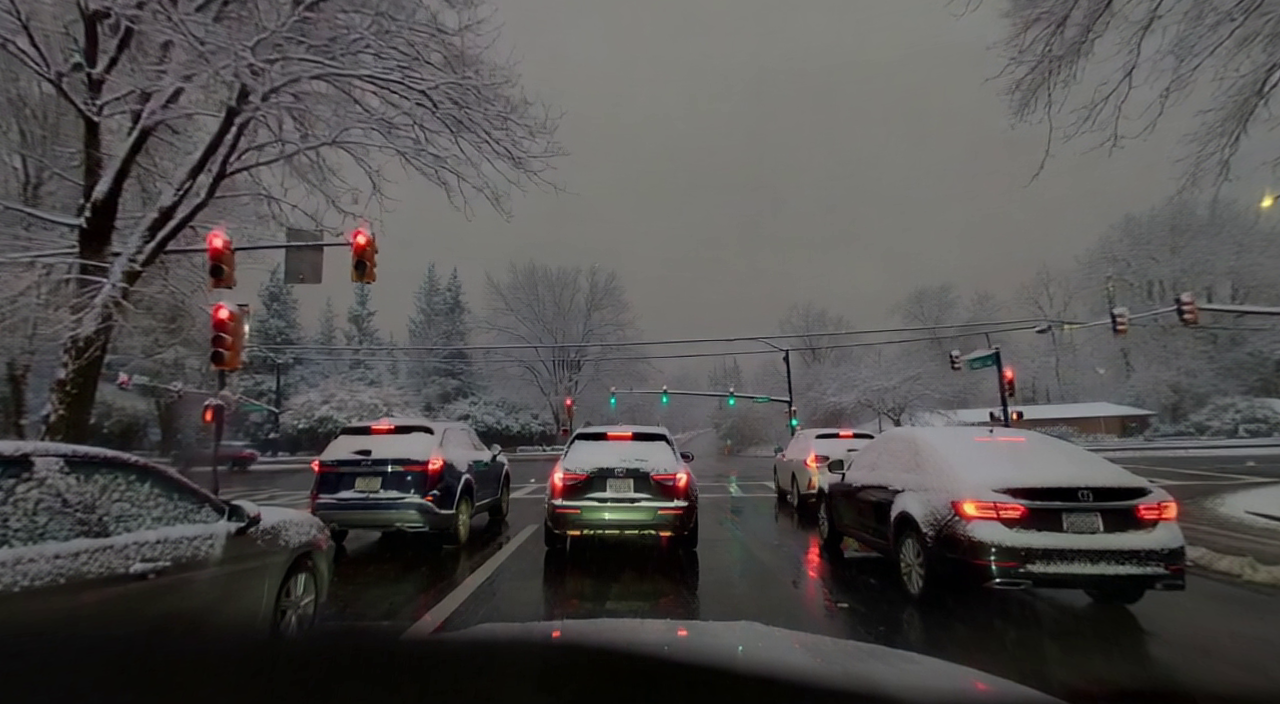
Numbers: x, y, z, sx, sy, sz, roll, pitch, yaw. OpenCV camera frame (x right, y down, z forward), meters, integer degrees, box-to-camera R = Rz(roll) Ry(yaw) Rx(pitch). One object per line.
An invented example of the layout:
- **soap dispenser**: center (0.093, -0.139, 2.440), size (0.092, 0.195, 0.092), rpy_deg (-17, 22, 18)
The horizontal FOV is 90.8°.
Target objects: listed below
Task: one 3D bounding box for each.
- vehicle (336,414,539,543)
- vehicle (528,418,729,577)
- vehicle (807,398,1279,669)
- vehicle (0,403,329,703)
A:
- **vehicle**: center (-3.216, 2.109, 11.168), size (2.048, 1.805, 4.405), rpy_deg (0, -8, 1)
- **vehicle**: center (-0.085, 1.804, 8.557), size (2.106, 1.655, 3.717), rpy_deg (0, -8, 1)
- **vehicle**: center (3.239, 1.446, 6.195), size (2.006, 1.659, 4.462), rpy_deg (0, -8, 1)
- **vehicle**: center (-3.343, 0.945, 2.367), size (1.863, 1.495, 4.667), rpy_deg (0, -8, 2)
